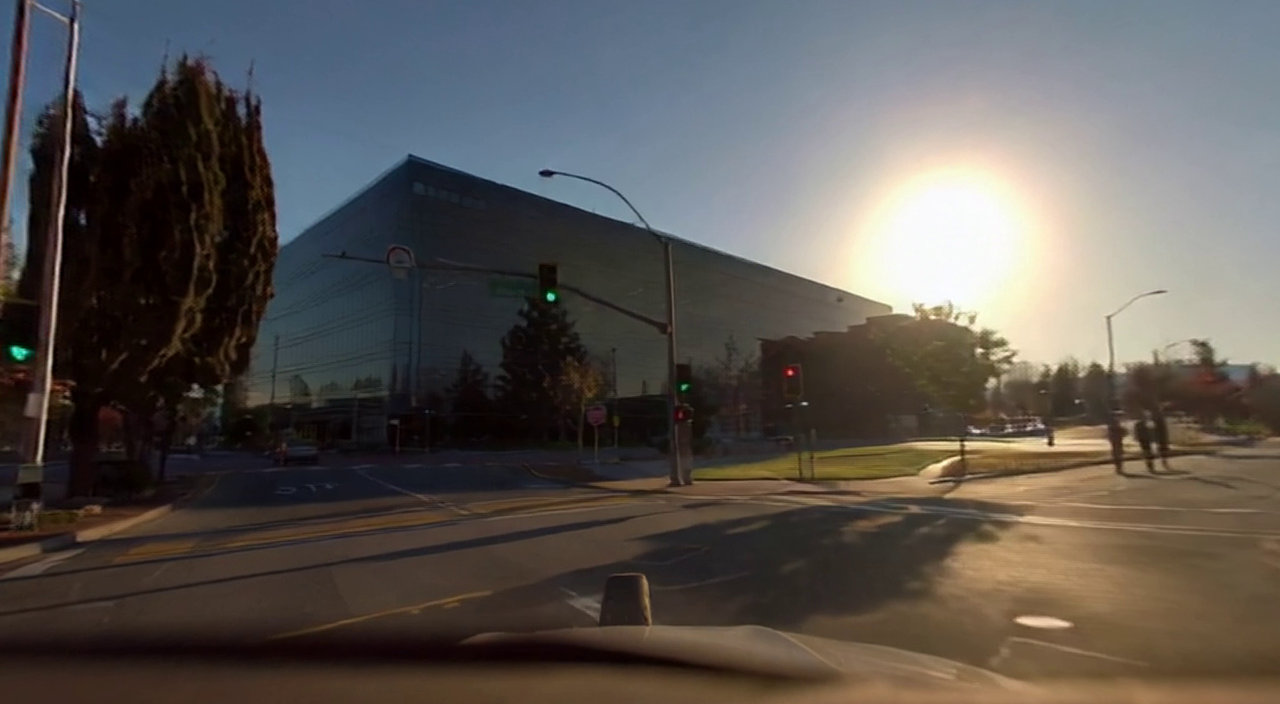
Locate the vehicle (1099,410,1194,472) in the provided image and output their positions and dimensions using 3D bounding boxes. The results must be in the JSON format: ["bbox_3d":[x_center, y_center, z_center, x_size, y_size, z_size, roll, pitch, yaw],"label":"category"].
[{"bbox_3d":[24.921,4.381,30.916,5.997,2.750,2.324,7,-11,-41],"label":"vehicle"}]

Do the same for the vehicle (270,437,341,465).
[{"bbox_3d":[-25.013,7.392,47.044,5.570,1.923,2.336,-6,-11,36],"label":"vehicle"}]
